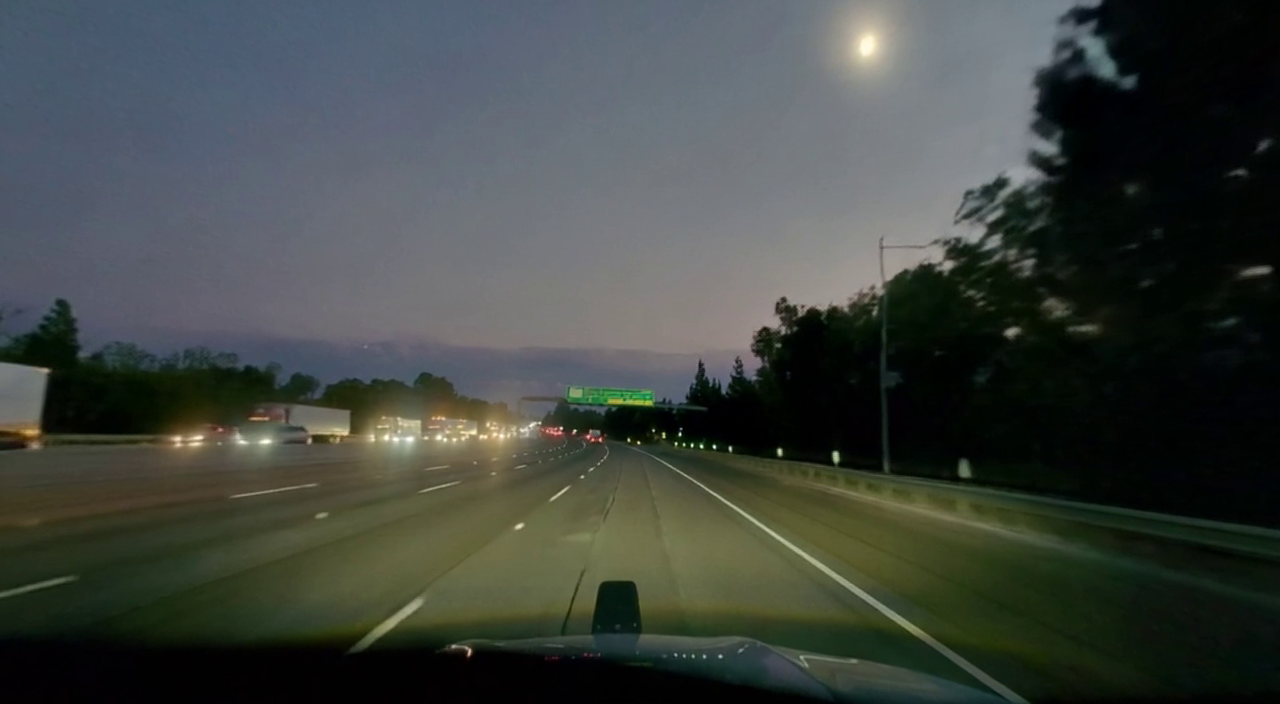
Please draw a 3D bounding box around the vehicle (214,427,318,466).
[{"bbox_3d":[-17.955,4.536,30.598,2.070,1.725,4.946,0,-8,-1],"label":"vehicle"}]

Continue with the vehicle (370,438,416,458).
[{"bbox_3d":[-18.981,7.372,48.626,1.896,1.425,4.391,0,-8,-1],"label":"vehicle"}]

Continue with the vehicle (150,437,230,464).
[{"bbox_3d":[-25.866,5.663,36.398,1.741,1.455,3.896,0,-8,0],"label":"vehicle"}]

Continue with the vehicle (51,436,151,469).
[{"bbox_3d":[-25.566,4.746,30.049,1.694,1.429,3.479,0,-8,-1],"label":"vehicle"}]

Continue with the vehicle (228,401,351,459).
[{"bbox_3d":[-26.118,6.005,48.020,2.922,3.800,11.932,0,-8,-2],"label":"vehicle"}]
